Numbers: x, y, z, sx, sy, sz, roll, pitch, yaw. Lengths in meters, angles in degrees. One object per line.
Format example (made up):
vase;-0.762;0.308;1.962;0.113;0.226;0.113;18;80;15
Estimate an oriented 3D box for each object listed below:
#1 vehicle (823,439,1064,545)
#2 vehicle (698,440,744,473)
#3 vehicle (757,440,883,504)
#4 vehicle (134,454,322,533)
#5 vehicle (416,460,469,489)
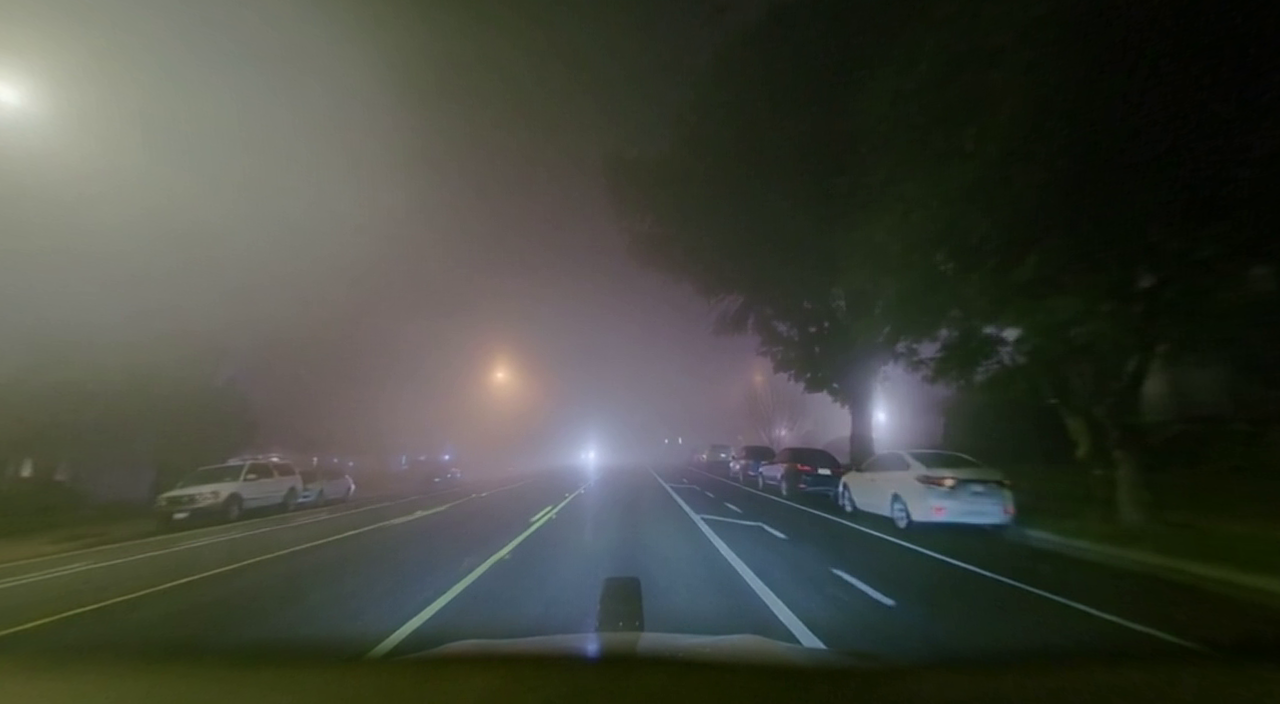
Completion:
vehicle;4.908;2.308;11.124;1.923;1.454;4.460;0;-9;-2
vehicle;4.507;5.902;35.809;1.919;1.698;4.747;0;-9;-1
vehicle;4.794;3.283;17.739;1.933;1.511;5.086;0;-9;-2
vehicle;-12.306;4.230;19.534;2.156;1.935;5.464;-3;-10;0
vehicle;-12.705;7.884;40.868;1.972;1.475;4.503;-5;-9;-1
